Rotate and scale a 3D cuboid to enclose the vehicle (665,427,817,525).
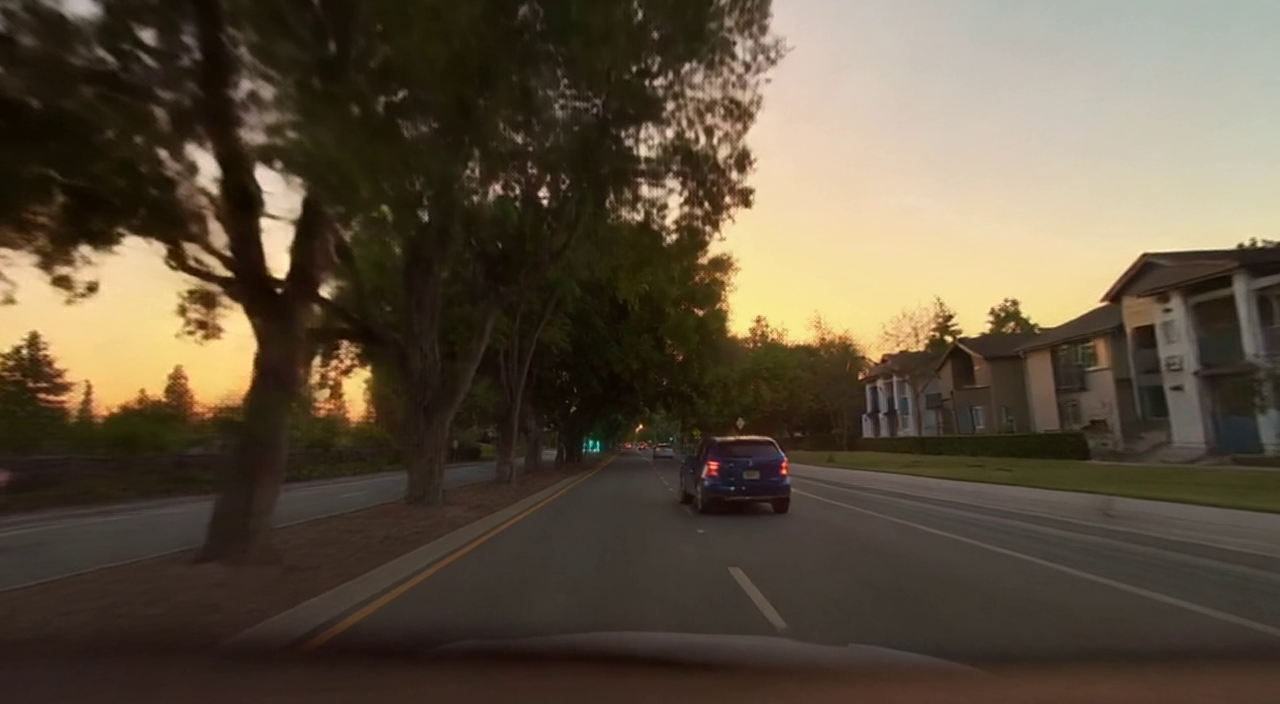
[{"bbox_3d":[1.776,2.396,12.761,2.066,1.603,4.475,1,-9,-4],"label":"vehicle"}]
